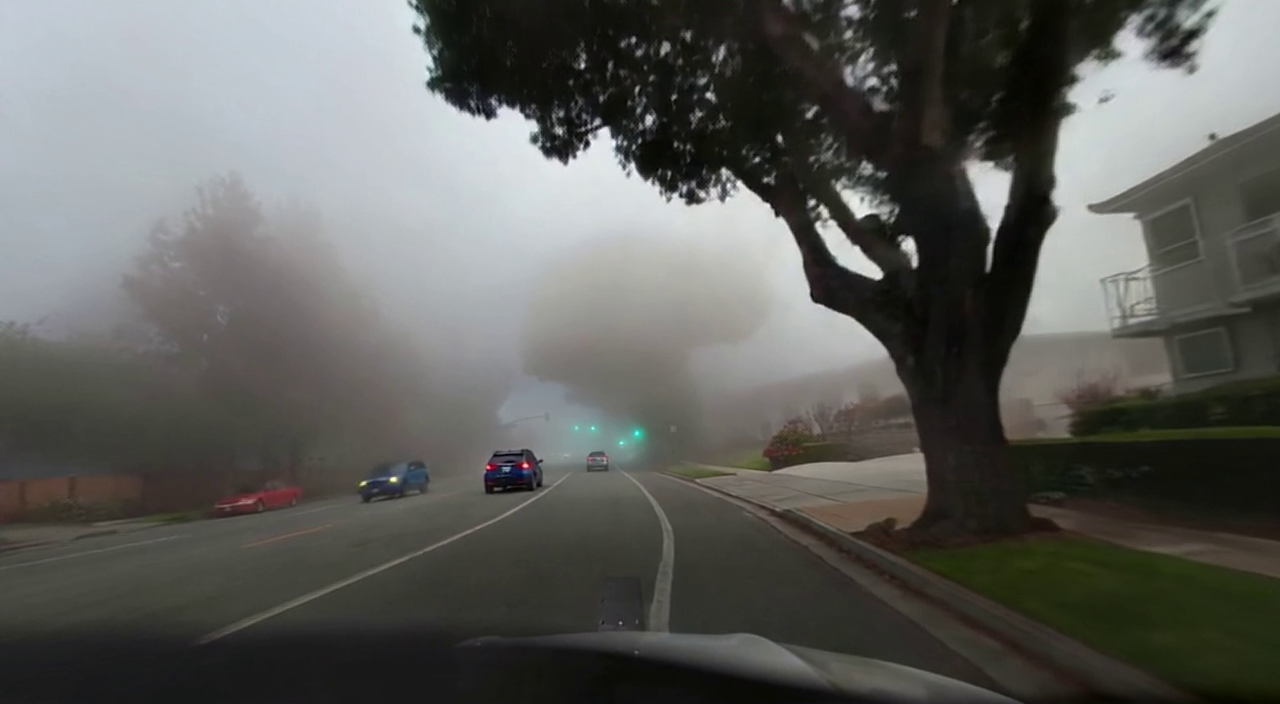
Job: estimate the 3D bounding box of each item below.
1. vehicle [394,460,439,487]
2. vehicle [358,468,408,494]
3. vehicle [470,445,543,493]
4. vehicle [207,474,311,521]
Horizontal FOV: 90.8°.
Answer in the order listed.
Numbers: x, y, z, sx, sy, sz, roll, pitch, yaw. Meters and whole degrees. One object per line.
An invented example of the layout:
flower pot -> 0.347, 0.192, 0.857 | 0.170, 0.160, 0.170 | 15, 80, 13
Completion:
vehicle -> -17.532, 9.548, 49.748 | 1.996, 1.886, 4.692 | 0, -9, -3
vehicle -> -17.357, 8.701, 42.903 | 1.880, 1.476, 4.715 | 0, -8, -6
vehicle -> -5.287, 4.685, 25.696 | 2.097, 1.755, 4.336 | 0, -8, -1
vehicle -> -16.287, 6.203, 27.296 | 1.874, 1.392, 4.633 | -6, -8, -4
